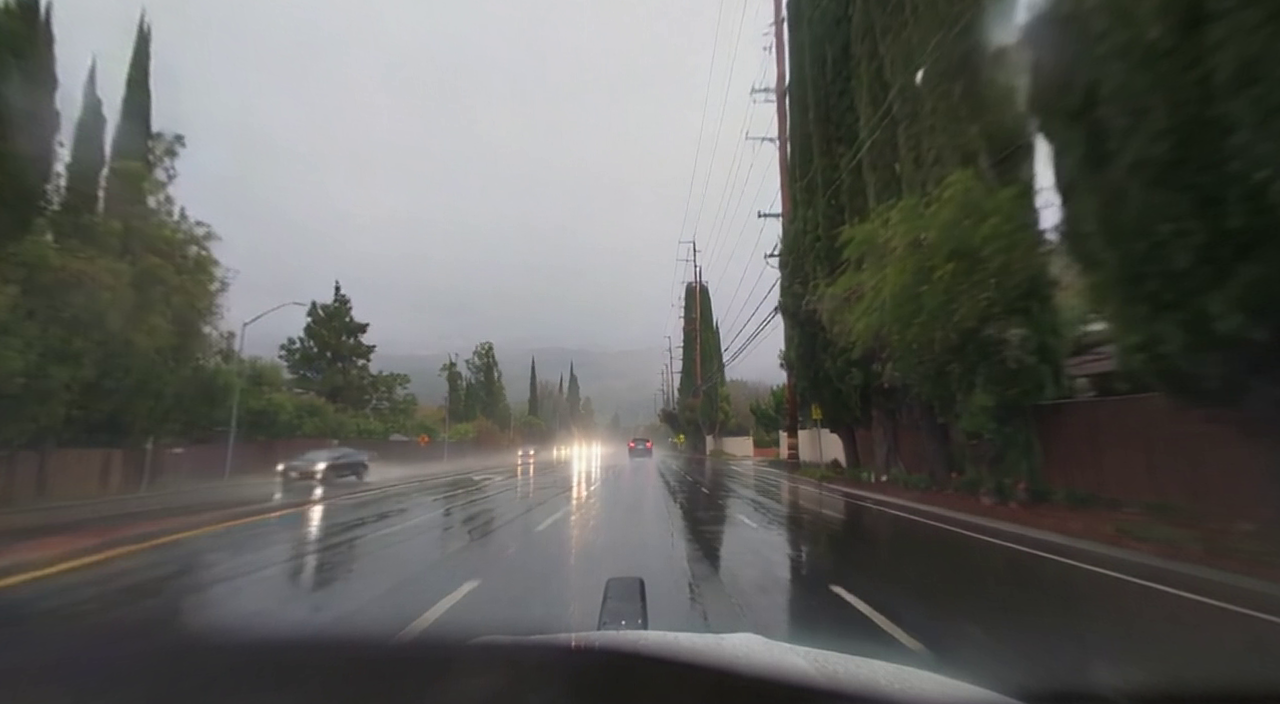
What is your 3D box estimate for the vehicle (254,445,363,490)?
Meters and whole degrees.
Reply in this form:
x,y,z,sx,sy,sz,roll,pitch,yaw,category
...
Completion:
x,y,z,sx,sy,sz,roll,pitch,yaw,category
-13.153,4.572,25.259,1.904,1.622,4.348,0,-8,1,vehicle
